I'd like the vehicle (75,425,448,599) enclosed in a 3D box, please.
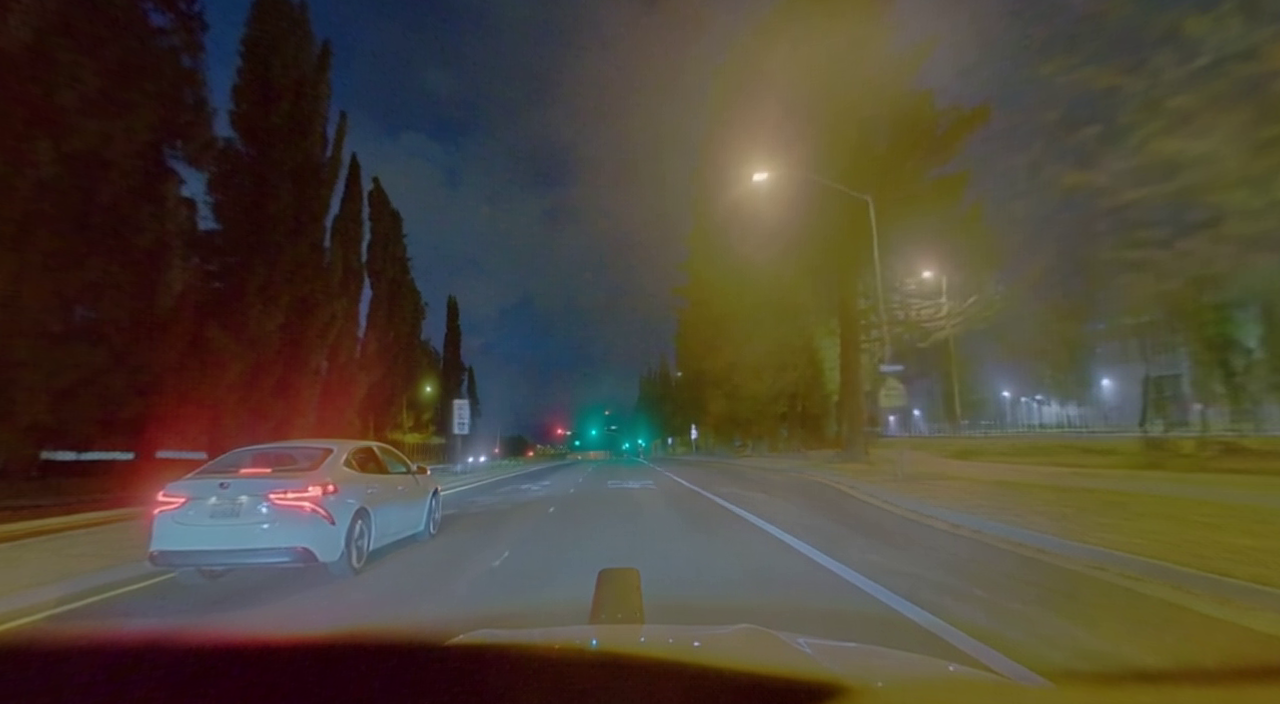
[{"bbox_3d":[-4.011,1.736,7.794,1.915,1.521,4.283,0,-8,0],"label":"vehicle"}]
